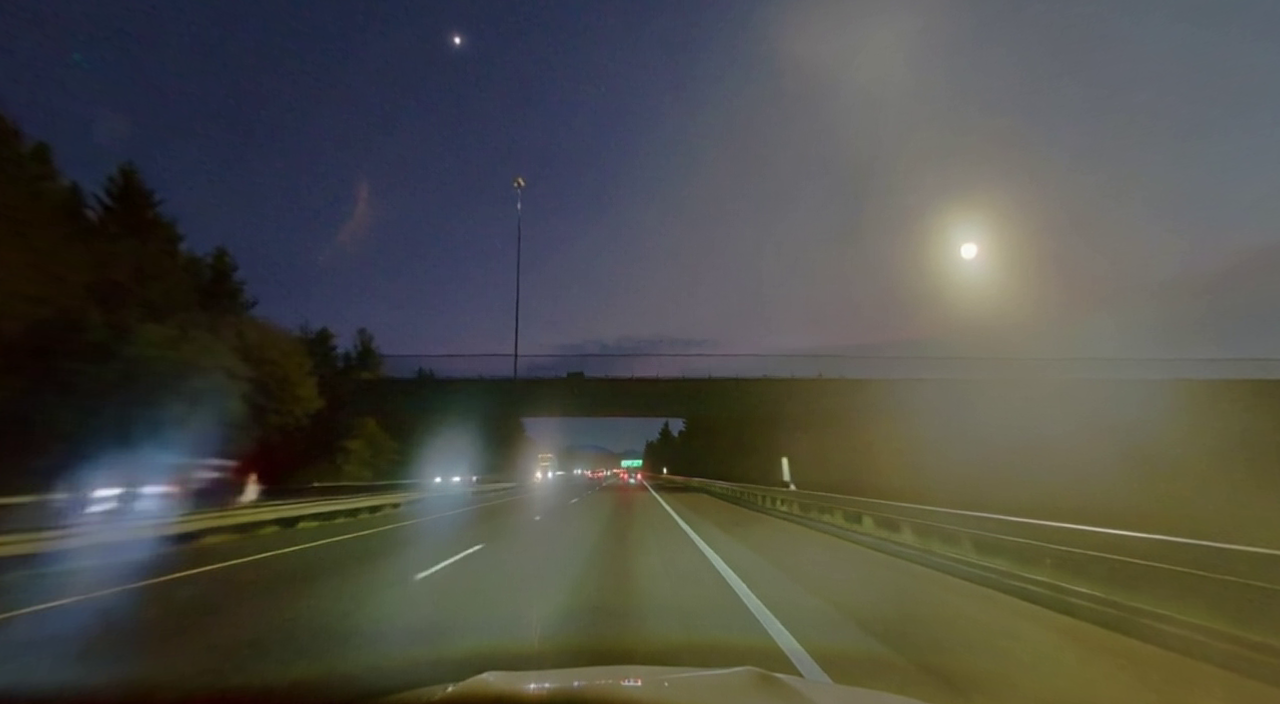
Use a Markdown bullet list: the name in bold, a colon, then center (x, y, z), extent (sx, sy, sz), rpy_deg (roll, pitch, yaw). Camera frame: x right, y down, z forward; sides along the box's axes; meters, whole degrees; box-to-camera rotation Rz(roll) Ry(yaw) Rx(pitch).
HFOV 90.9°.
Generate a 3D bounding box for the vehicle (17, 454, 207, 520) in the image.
- **vehicle**: center (-17.218, 4.418, 20.996), extent (2.039, 1.876, 4.852), rpy_deg (1, -11, 0)

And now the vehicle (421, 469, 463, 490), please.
- **vehicle**: center (-15.124, 9.757, 48.355), extent (1.833, 1.469, 3.648), rpy_deg (0, -11, 2)
